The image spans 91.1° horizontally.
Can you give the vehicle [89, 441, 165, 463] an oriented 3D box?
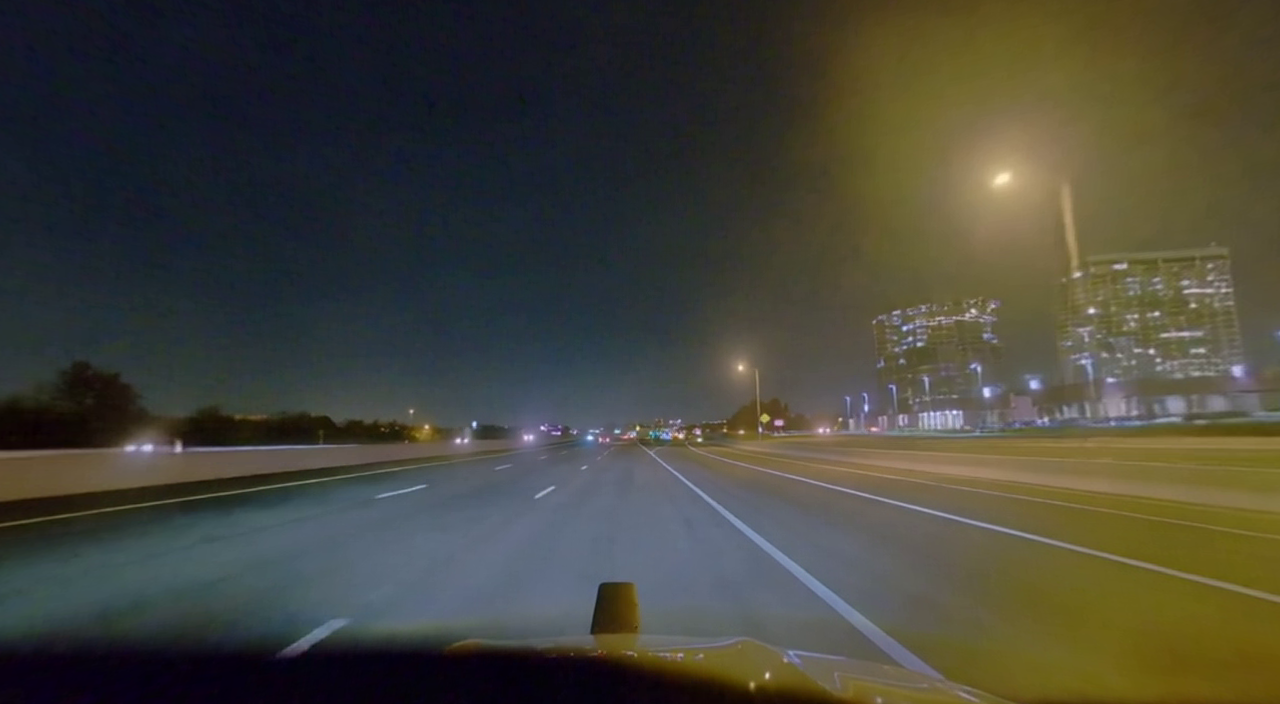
[{"bbox_3d":[-38.256,7.446,47.051,1.864,1.468,4.540,0,-8,0],"label":"vehicle"}]
